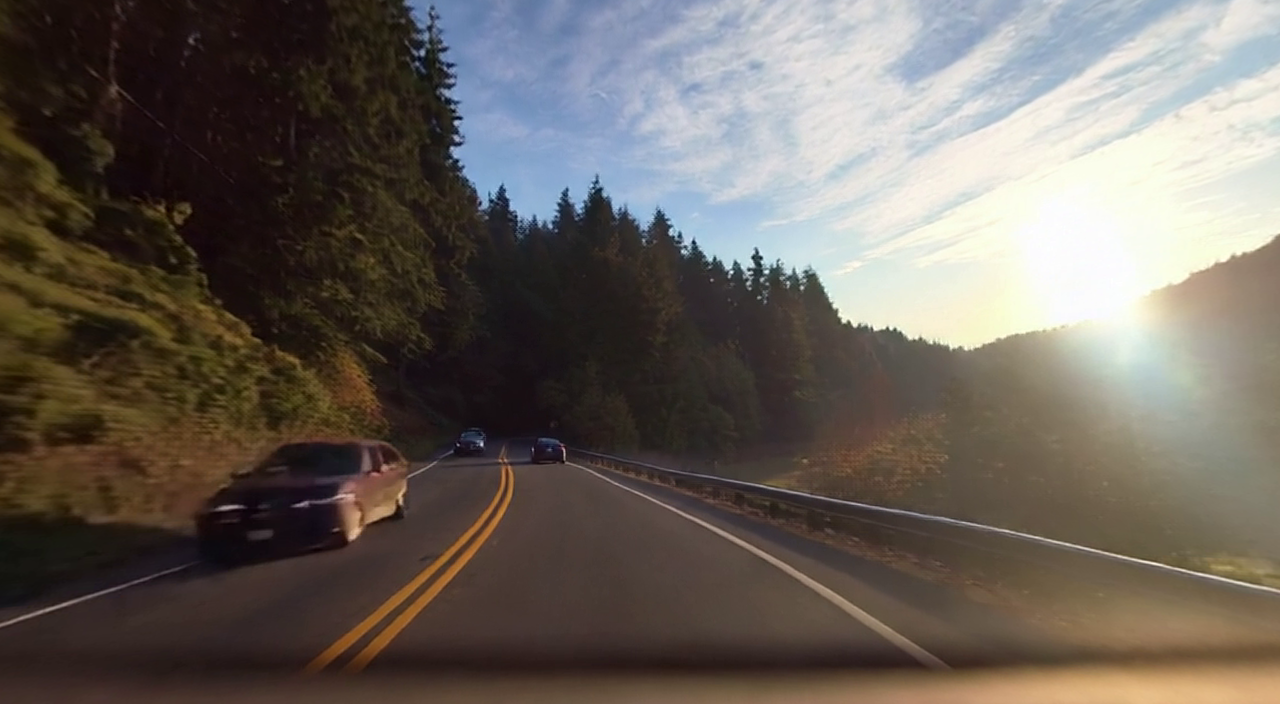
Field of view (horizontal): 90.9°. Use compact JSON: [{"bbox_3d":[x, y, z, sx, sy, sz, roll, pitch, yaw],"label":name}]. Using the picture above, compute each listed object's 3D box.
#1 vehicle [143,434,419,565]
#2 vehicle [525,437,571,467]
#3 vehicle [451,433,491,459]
[{"bbox_3d":[-5.310,2.183,10.279,2.167,1.602,4.548,1,-8,-6],"label":"vehicle"},{"bbox_3d":[-5.012,5.336,33.869,2.120,1.491,4.349,2,-9,-12],"label":"vehicle"},{"bbox_3d":[-10.599,5.956,39.888,2.133,1.526,4.308,2,-9,-12],"label":"vehicle"}]
